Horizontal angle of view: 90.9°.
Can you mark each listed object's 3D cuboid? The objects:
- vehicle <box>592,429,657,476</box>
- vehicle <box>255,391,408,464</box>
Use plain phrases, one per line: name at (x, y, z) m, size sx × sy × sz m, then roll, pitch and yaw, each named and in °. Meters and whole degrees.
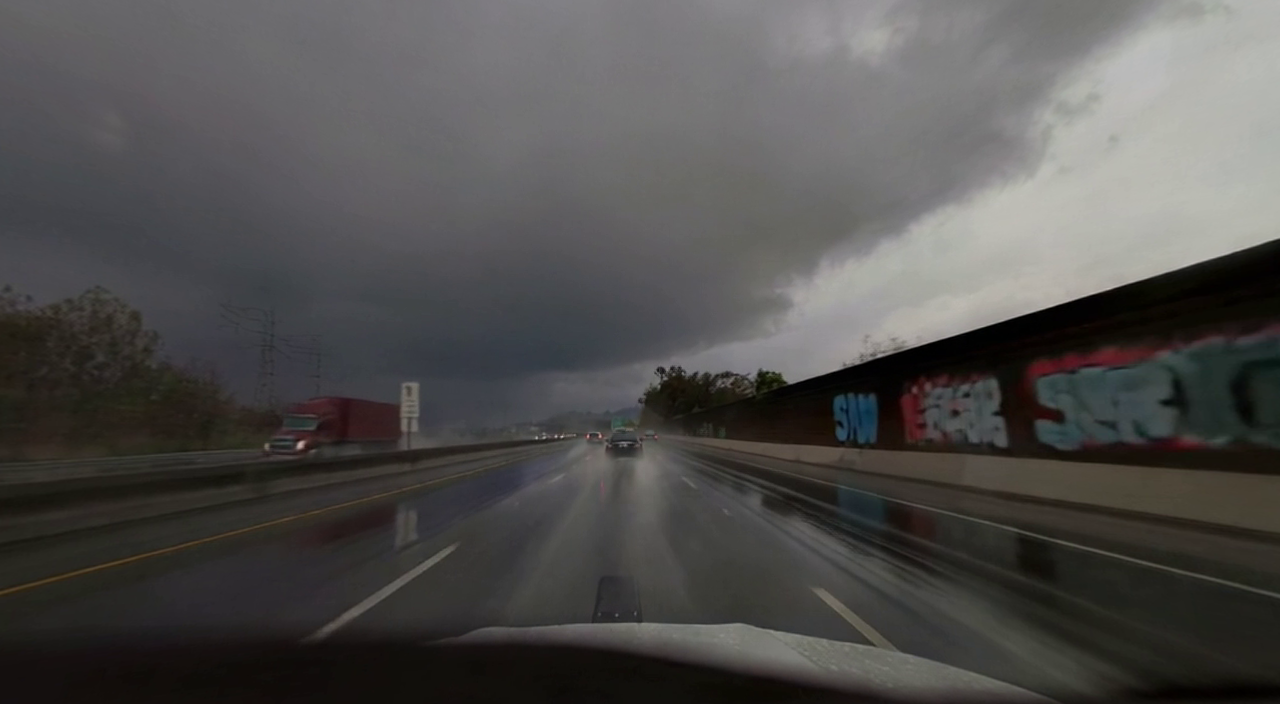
vehicle at (-0.535, 3.424, 21.808) m, size 2.044 × 1.477 × 3.693 m, roll 0°, pitch -8°, yaw -1°
vehicle at (-22.052, 5.764, 47.229) m, size 3.141 × 4.374 × 17.378 m, roll 1°, pitch -8°, yaw -2°
